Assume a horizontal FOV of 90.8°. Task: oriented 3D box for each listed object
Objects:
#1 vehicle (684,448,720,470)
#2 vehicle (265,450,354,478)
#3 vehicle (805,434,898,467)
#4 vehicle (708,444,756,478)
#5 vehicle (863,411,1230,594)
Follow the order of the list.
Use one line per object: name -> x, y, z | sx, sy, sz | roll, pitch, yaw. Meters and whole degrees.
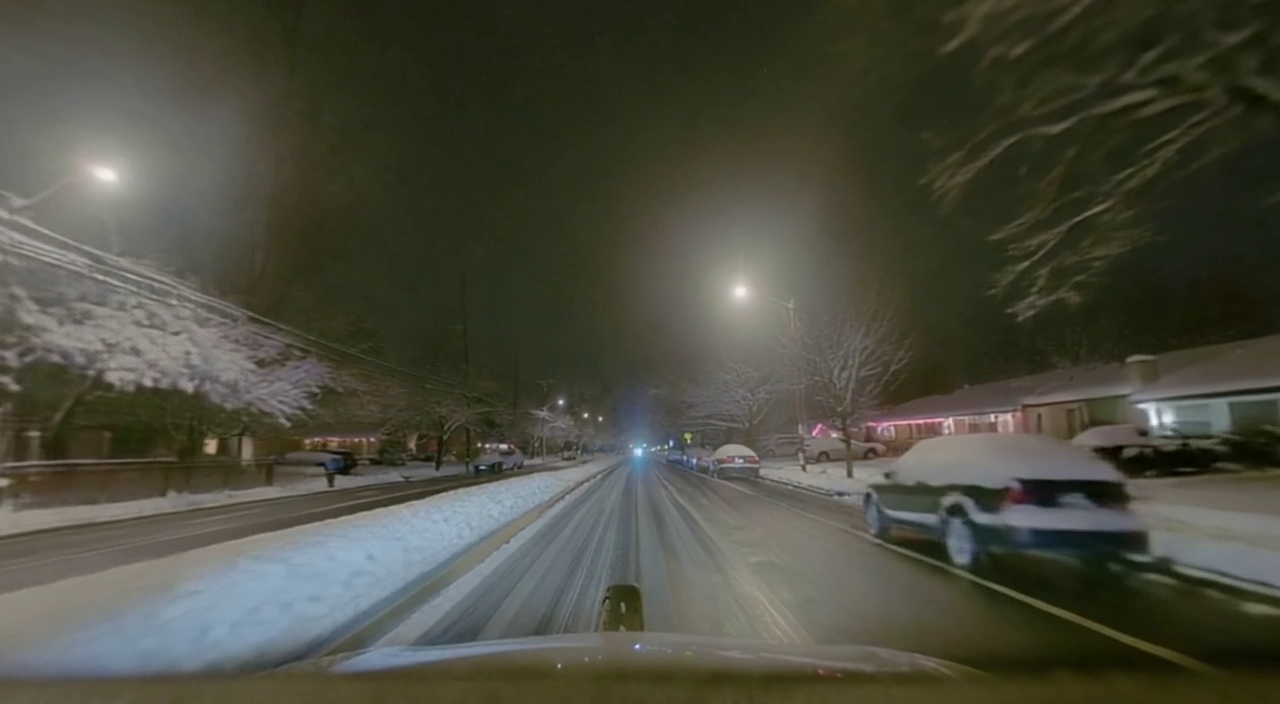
vehicle -> 4.653, 8.094, 47.883 | 2.035, 1.498, 4.910 | 0, -9, -2
vehicle -> -20.934, 7.099, 40.125 | 4.534, 1.536, 1.952 | 1, -8, 0
vehicle -> 12.739, 5.999, 38.329 | 4.850, 1.610, 1.980 | -5, -9, 3
vehicle -> 4.777, 5.761, 33.310 | 1.934, 1.546, 5.009 | 2, -10, 2
vehicle -> 5.040, 1.905, 8.934 | 2.082, 1.763, 4.718 | 3, -9, 0
